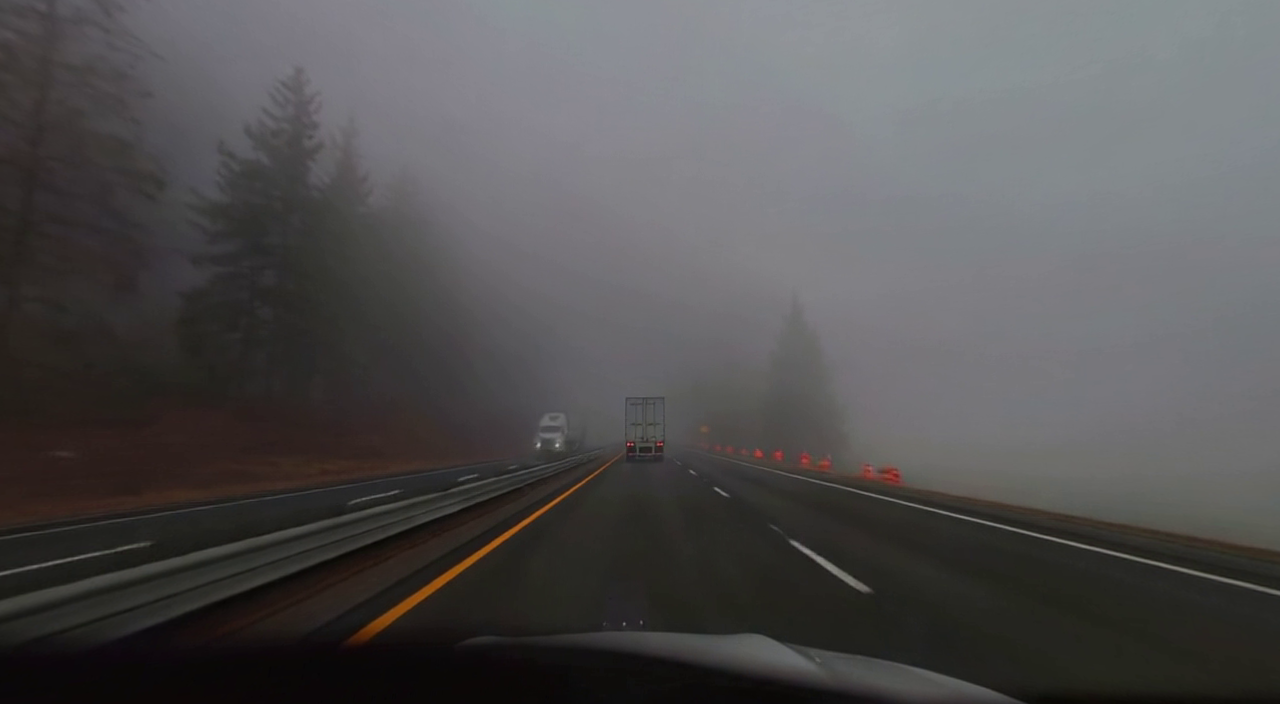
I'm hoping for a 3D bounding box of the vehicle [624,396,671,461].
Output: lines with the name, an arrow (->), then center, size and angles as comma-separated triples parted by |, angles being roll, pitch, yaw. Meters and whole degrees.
vehicle -> 0.311, 5.656, 45.526 | 2.935, 4.068, 11.036 | 0, -8, -2
